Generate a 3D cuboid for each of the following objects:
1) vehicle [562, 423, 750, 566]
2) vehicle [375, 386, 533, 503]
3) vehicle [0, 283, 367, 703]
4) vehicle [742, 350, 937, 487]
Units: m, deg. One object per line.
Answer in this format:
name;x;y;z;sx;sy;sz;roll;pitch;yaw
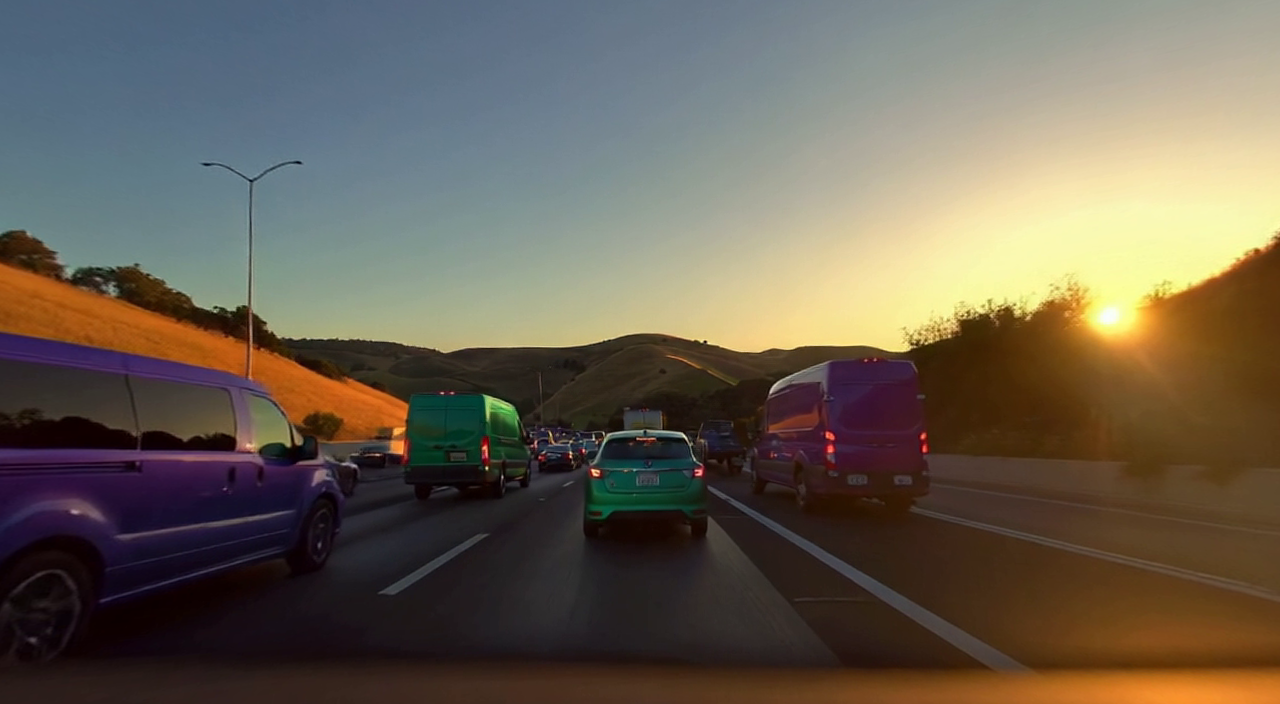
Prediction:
vehicle;0.120;1.811;8.754;2.003;1.499;3.930;0;-8;-2
vehicle;-4.515;2.420;16.576;2.300;2.522;5.701;-1;-8;1
vehicle;-4.257;0.909;4.423;2.195;2.086;5.445;0;-8;0
vehicle;6.573;2.679;23.533;2.977;3.878;11.111;0;-8;-3
